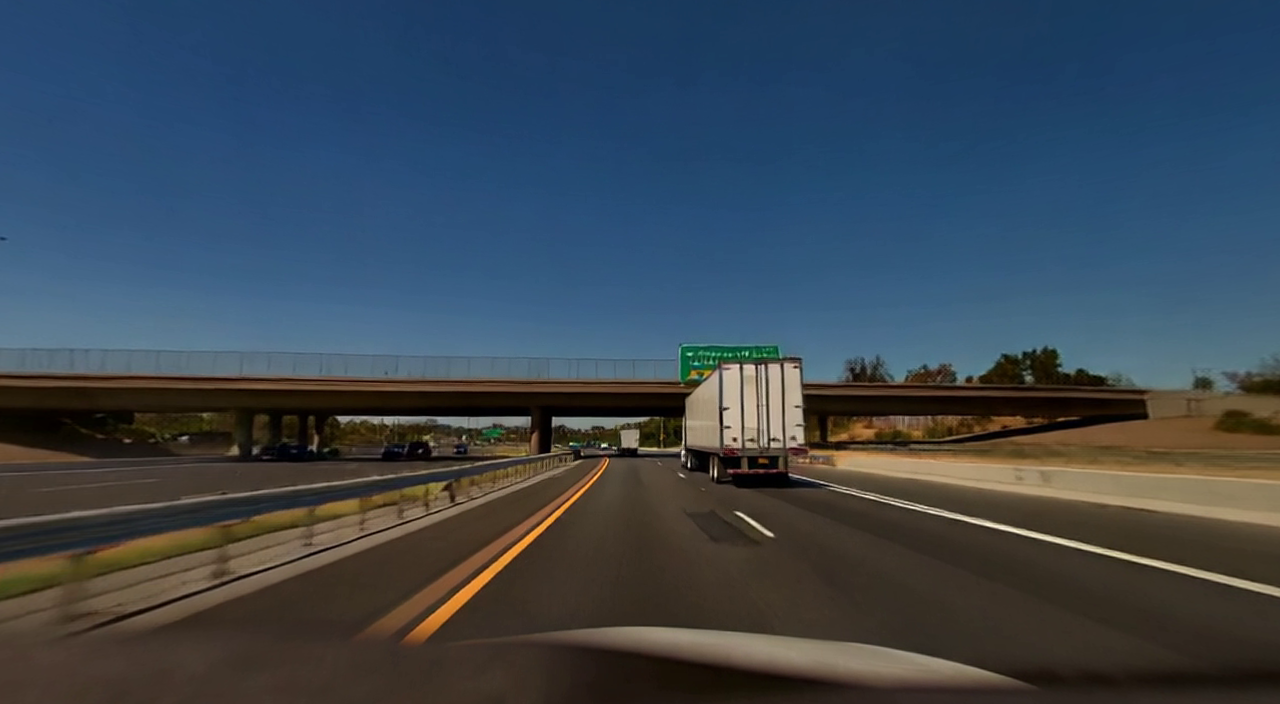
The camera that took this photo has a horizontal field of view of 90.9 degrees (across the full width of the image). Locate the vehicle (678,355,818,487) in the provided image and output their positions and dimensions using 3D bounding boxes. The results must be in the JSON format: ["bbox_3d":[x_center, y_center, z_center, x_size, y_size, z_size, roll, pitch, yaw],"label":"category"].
[{"bbox_3d":[3.970,3.501,29.236,2.932,4.205,18.253,0,-8,-1],"label":"vehicle"}]
